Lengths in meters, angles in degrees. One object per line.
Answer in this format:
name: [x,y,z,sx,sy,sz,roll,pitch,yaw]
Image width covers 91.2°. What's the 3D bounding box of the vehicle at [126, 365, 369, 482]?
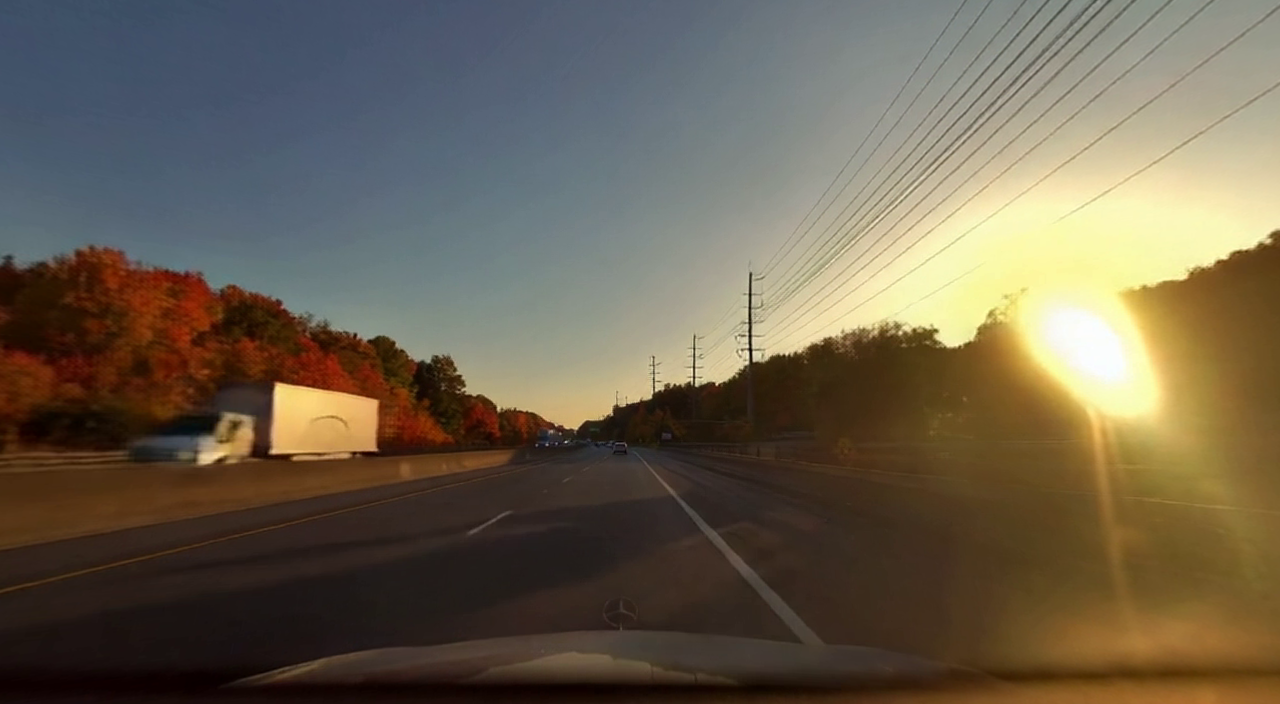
vehicle: [-15.866,3.314,27.241,3.006,3.924,11.966,0,-9,-1]
